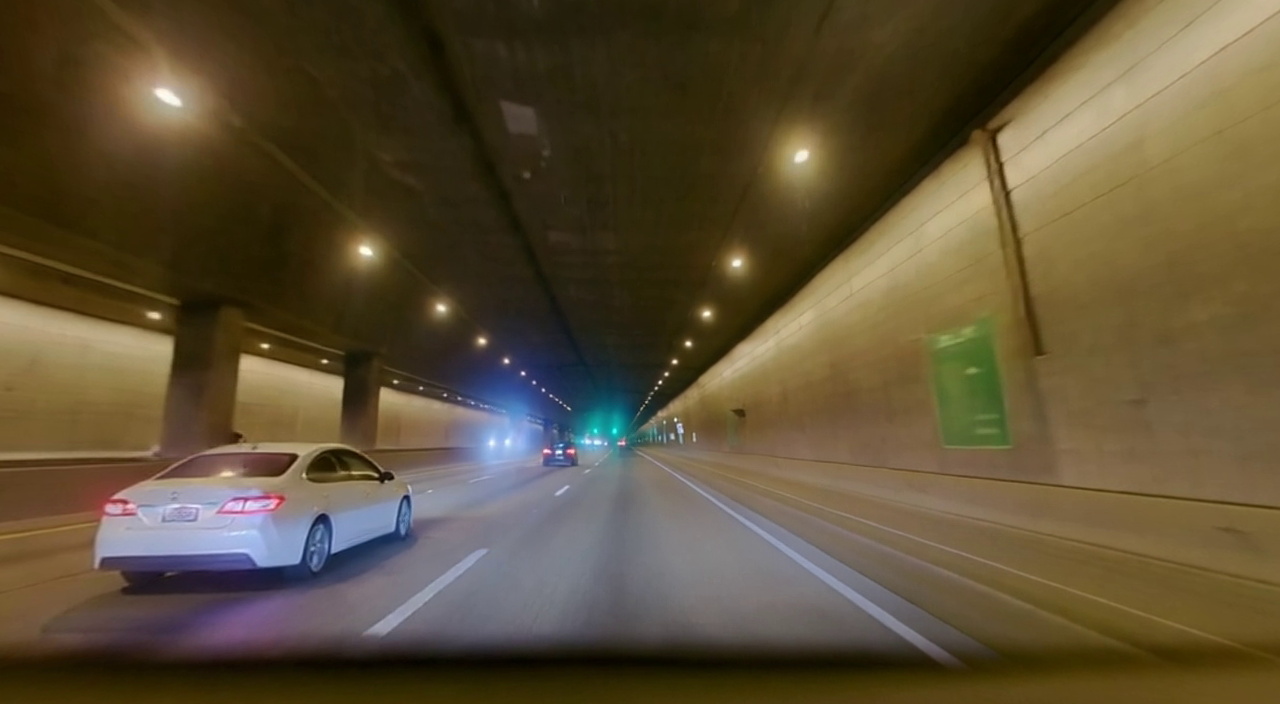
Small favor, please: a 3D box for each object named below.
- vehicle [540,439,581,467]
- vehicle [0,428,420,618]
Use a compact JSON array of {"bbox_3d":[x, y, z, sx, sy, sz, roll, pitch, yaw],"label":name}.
[{"bbox_3d":[-4.581,5.853,36.697,1.973,1.474,4.199,0,-8,-1],"label":"vehicle"},{"bbox_3d":[-4.142,1.620,7.021,1.885,1.424,4.230,0,-8,-1],"label":"vehicle"}]
